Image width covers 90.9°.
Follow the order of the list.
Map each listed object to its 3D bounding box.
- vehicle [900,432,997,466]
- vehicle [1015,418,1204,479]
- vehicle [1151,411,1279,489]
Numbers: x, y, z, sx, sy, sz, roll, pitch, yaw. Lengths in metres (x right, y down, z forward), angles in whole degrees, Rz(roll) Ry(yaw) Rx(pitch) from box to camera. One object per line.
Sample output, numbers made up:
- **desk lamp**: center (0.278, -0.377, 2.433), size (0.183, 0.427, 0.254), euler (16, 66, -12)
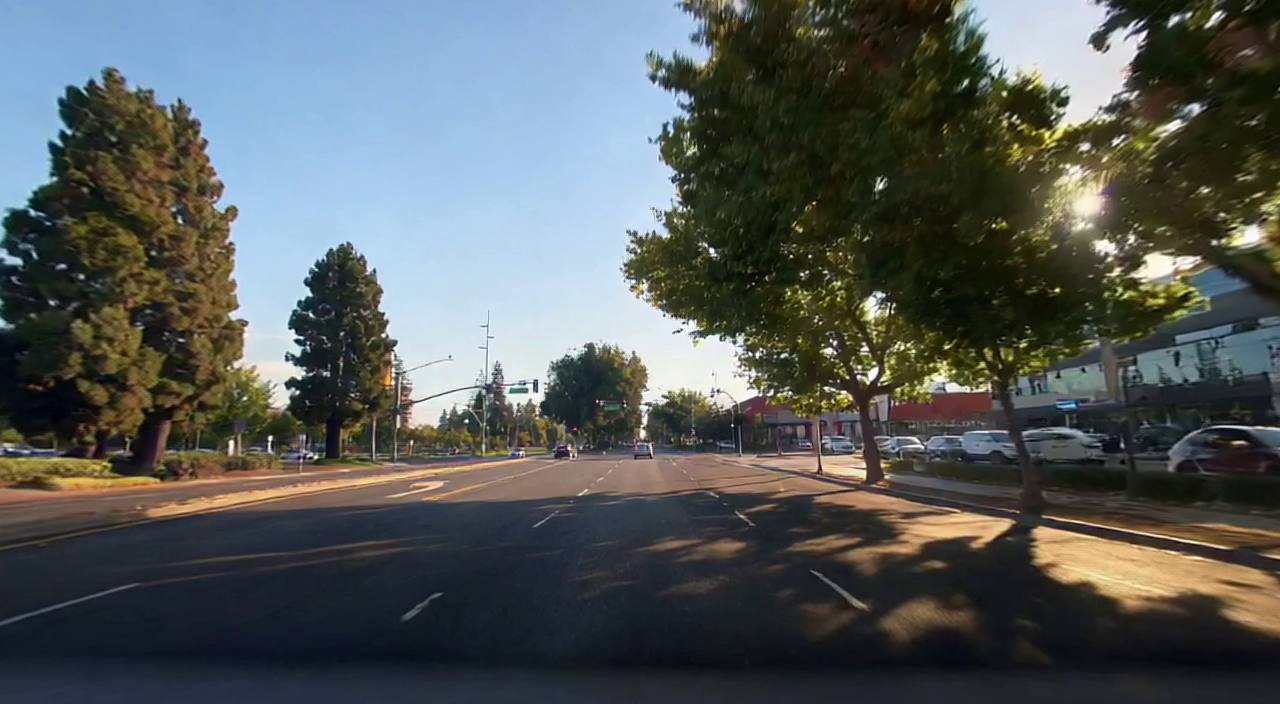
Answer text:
- **vehicle**: center (17.189, 5.394, 35.257), size (4.362, 1.455, 1.816), euler (-5, -7, 0)
- **vehicle**: center (16.052, 3.311, 21.786), size (4.749, 1.785, 2.137), euler (-2, -7, 0)
- **vehicle**: center (17.350, 2.680, 17.796), size (1.929, 1.943, 4.538), euler (-2, -7, 0)
